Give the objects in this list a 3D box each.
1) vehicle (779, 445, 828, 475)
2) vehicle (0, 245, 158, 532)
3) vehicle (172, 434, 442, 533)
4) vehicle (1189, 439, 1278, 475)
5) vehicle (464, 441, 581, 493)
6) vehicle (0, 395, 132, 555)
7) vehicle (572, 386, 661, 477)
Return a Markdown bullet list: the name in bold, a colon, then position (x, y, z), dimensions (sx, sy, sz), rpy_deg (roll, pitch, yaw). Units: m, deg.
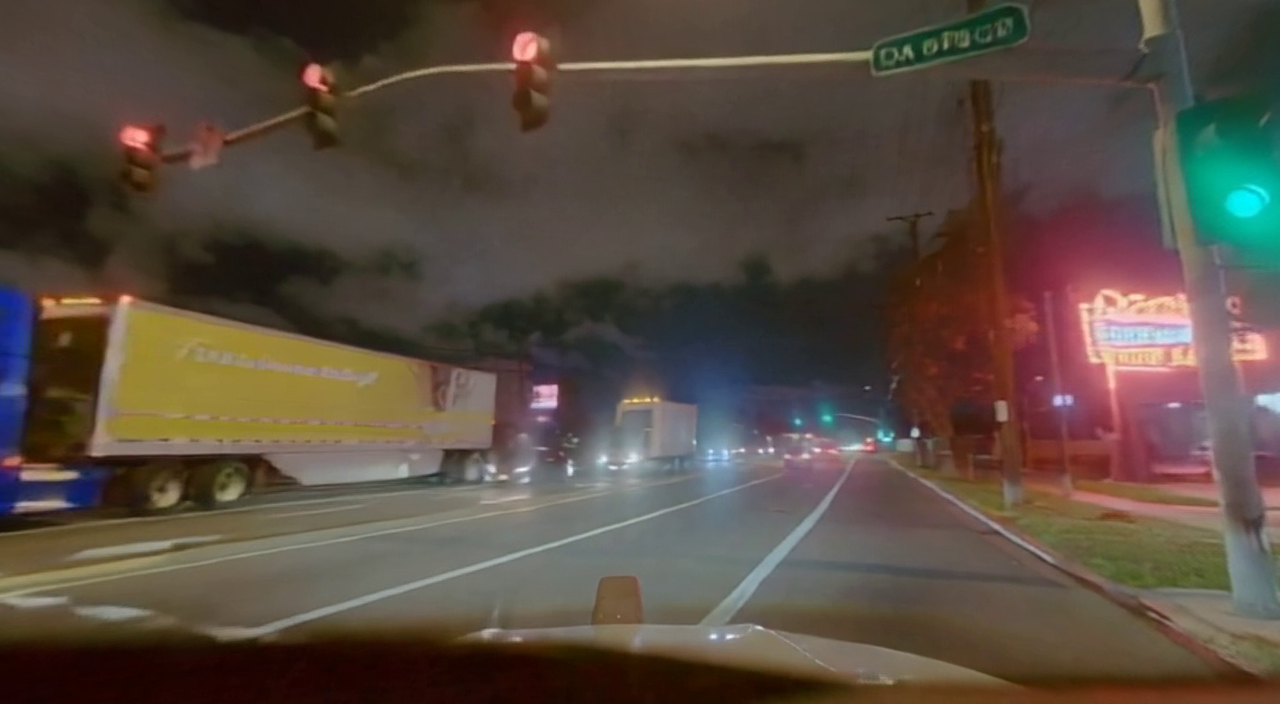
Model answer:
- **vehicle**: position (9.127, 5.911, 34.974), dimensions (2.040, 1.492, 5.114), rpy_deg (-3, -9, 20)
- **vehicle**: position (-11.859, 0.316, 8.257), dimensions (3.029, 4.352, 8.167), rpy_deg (-3, -9, 19)
- **vehicle**: position (-6.533, 2.569, 13.241), dimensions (1.949, 1.510, 4.958), rpy_deg (-5, -7, 19)
- **vehicle**: position (28.305, 5.006, 30.323), dimensions (1.697, 1.559, 3.647), rpy_deg (-3, -9, 20)
- **vehicle**: position (-3.854, 3.899, 21.620), dimensions (1.919, 1.512, 4.443), rpy_deg (-5, -10, 19)
- **vehicle**: position (-9.069, 1.392, 6.840), dimensions (2.200, 1.893, 5.079), rpy_deg (-5, -10, 17)
- **vehicle**: position (-1.047, 3.755, 29.607), dimensions (3.027, 3.903, 3.372), rpy_deg (-4, -9, 21)
